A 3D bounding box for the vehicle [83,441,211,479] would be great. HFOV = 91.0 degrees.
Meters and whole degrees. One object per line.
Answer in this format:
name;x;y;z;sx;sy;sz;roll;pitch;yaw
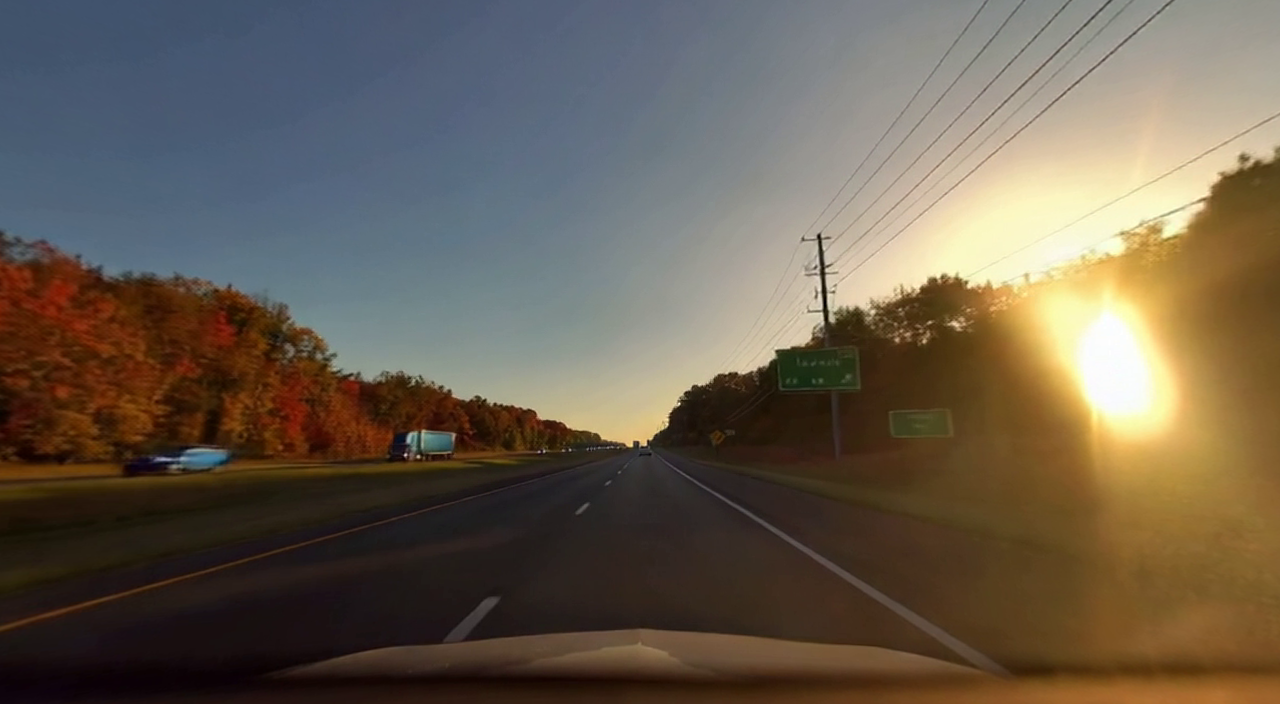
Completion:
vehicle;-27.458;6.038;35.465;2.482;1.942;5.771;0;-9;1
